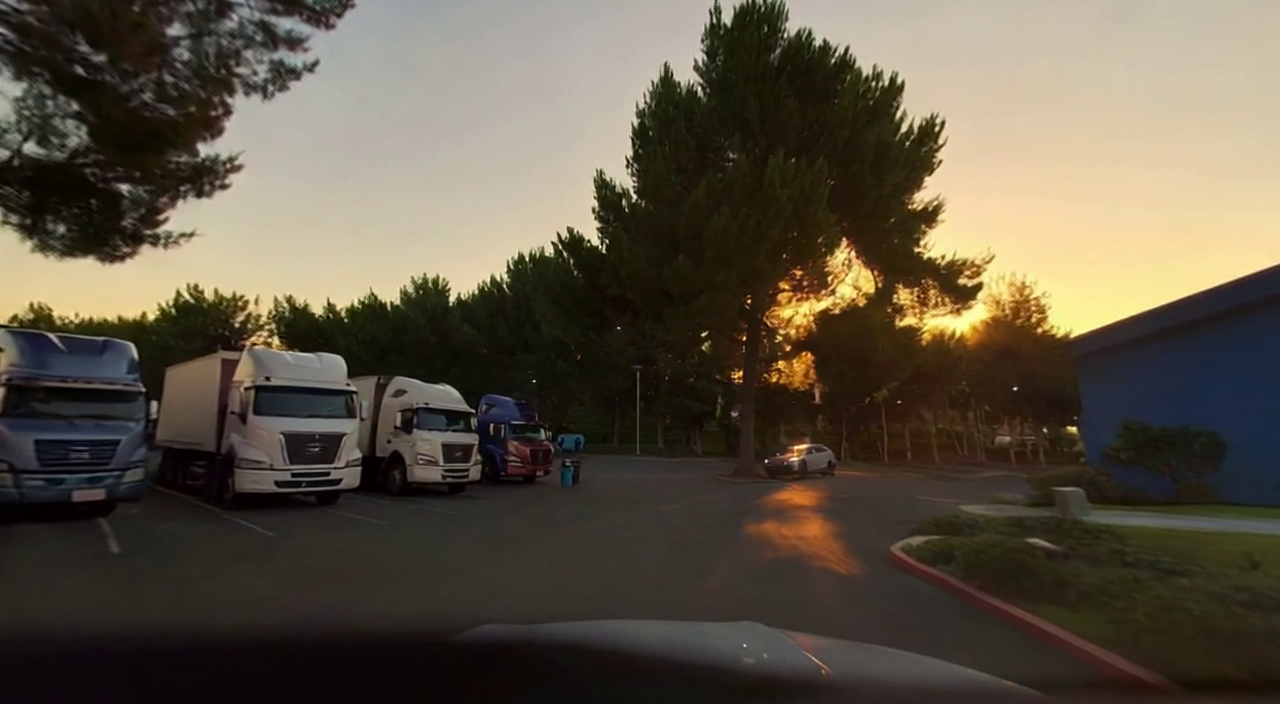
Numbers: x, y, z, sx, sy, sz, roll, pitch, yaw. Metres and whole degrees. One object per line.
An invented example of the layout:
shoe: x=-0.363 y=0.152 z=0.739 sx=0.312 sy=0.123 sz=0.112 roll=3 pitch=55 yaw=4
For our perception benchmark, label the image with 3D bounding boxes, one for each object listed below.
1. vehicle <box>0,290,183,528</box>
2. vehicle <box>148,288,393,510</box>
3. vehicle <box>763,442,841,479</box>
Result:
vehicle: x=-13.753 y=1.658 z=15.058 sx=3.038 sy=3.871 sz=11.512 roll=8 pitch=-12 yaw=-41
vehicle: x=-10.509 y=1.652 z=16.880 sx=2.948 sy=4.069 sz=11.906 roll=8 pitch=-12 yaw=-42
vehicle: x=7.235 y=4.808 z=28.077 sx=1.809 sy=1.506 sz=3.473 roll=-9 pitch=-12 yaw=44
